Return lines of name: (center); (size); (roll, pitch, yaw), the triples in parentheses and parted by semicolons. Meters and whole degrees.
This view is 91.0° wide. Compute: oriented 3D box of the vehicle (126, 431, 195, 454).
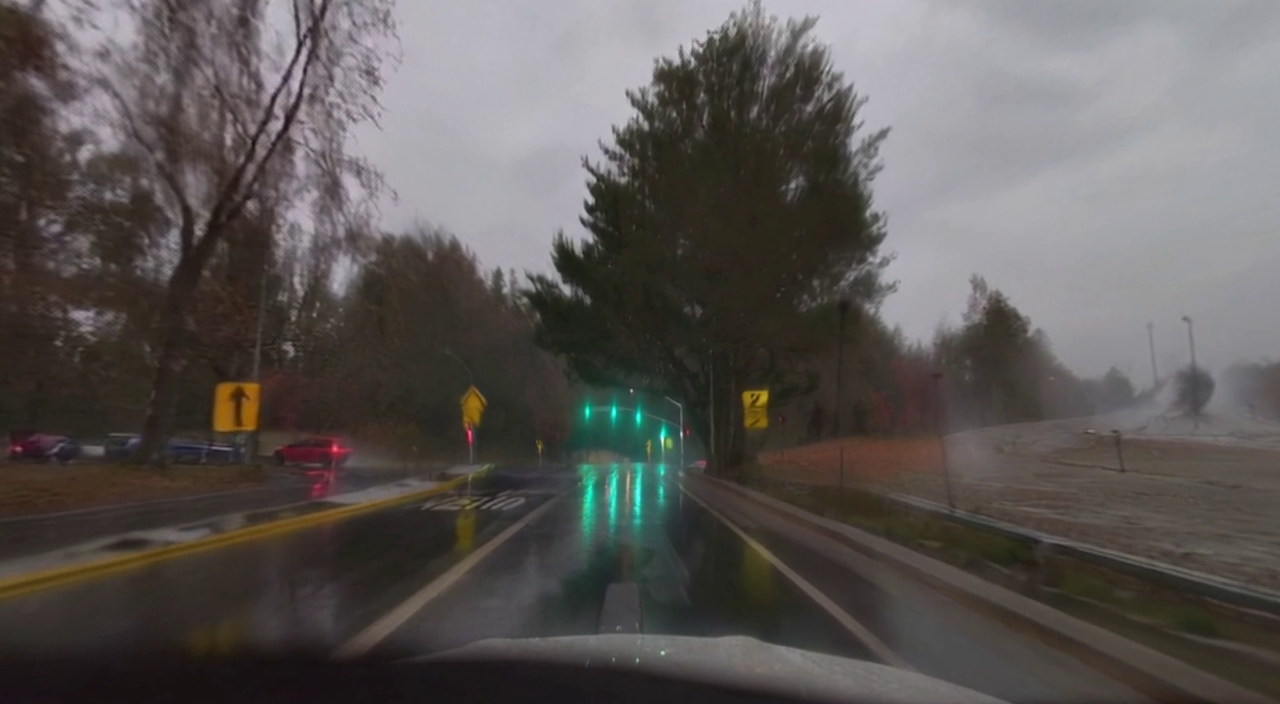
vehicle: (-31.269, 5.927, 41.147); (1.561, 1.438, 3.699); (0, -8, 1)

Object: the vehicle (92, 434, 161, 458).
vehicle: (-33.814, 6.224, 41.534); (1.601, 1.494, 3.449); (0, -8, 0)

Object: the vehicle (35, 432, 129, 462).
vehicle: (-36.422, 6.200, 41.272); (1.951, 1.843, 4.498); (0, -8, 0)

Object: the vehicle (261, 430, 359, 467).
vehicle: (-18.381, 5.406, 35.332); (4.529, 1.976, 2.002); (3, -9, -19)

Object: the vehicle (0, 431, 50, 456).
vehicle: (-41.344, 6.028, 41.418); (1.705, 1.596, 3.596); (0, -8, -5)

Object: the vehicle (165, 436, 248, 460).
vehicle: (-28.335, 6.312, 41.320); (1.823, 1.463, 4.771); (0, -8, 4)
